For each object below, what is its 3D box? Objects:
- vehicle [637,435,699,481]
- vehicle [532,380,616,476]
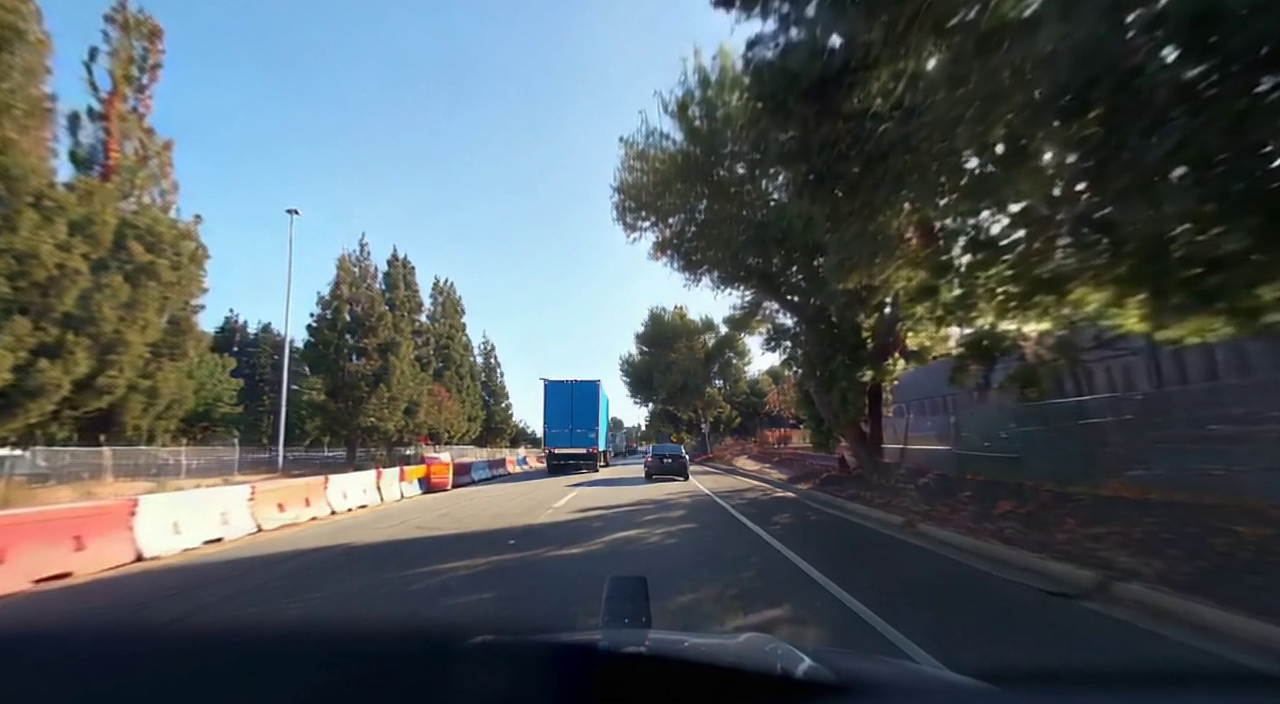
[{"bbox_3d":[1.047,4.239,25.565,2.304,1.675,4.462,0,-8,0],"label":"vehicle"},{"bbox_3d":[-3.114,4.368,34.898,2.906,4.115,15.715,0,-8,0],"label":"vehicle"}]
